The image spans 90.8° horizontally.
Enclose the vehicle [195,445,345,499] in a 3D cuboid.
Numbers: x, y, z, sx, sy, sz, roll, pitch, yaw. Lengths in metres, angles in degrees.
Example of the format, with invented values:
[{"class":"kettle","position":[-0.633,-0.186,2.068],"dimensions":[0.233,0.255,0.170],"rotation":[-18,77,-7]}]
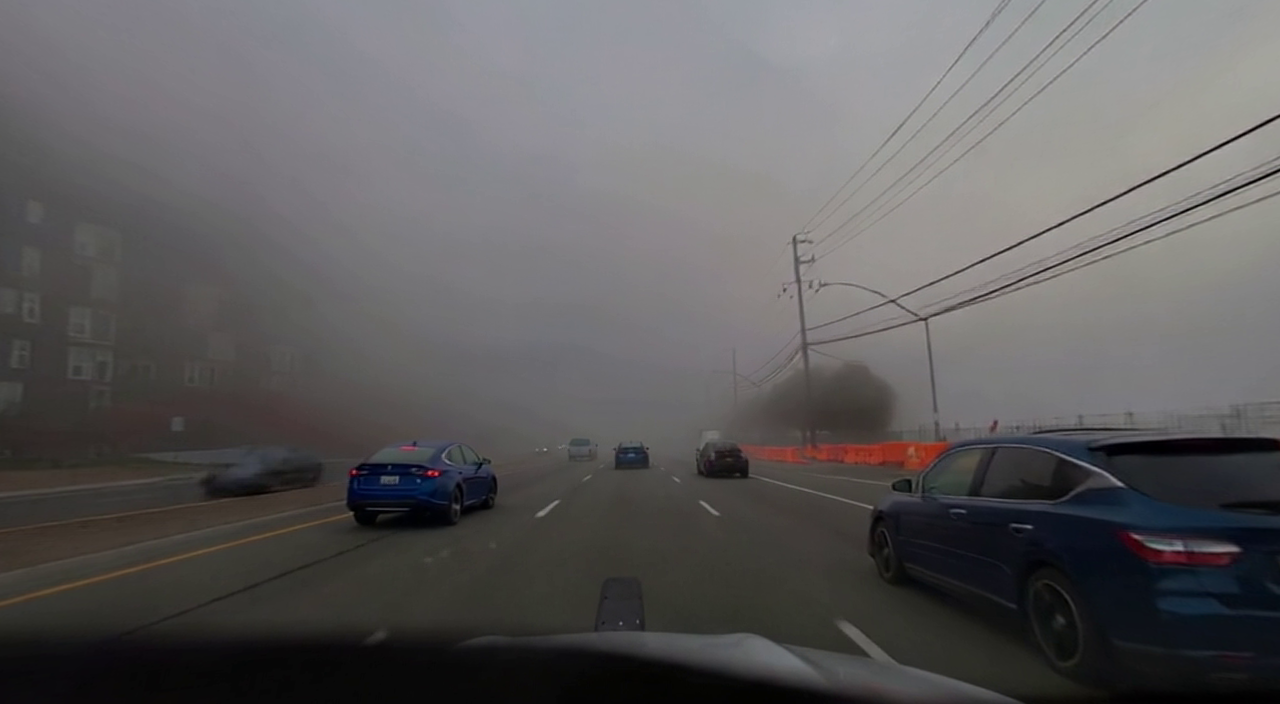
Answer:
[{"class":"vehicle","position":[-11.424,3.691,19.973],"dimensions":[1.892,1.472,4.695],"rotation":[0,-8,0]}]

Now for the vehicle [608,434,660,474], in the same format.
[{"class":"vehicle","position":[-0.291,4.813,30.042],"dimensions":[2.291,1.714,4.217],"rotation":[0,-8,0]}]

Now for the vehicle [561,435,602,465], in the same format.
[{"class":"vehicle","position":[-3.777,6.435,41.533],"dimensions":[2.190,1.832,4.417],"rotation":[0,-8,0]}]

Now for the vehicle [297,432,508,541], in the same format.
[{"class":"vehicle","position":[-3.721,2.162,10.860],"dimensions":[1.968,1.473,4.209],"rotation":[0,-8,0]}]

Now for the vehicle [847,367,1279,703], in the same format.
[{"class":"vehicle","position":[3.149,1.139,4.481],"dimensions":[1.975,1.598,4.025],"rotation":[0,-8,0]}]

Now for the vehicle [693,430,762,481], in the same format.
[{"class":"vehicle","position":[3.311,4.035,24.822],"dimensions":[2.029,1.797,4.218],"rotation":[0,-8,-1]}]

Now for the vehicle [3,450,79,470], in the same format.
[{"class":"vehicle","position":[-37.145,6.694,39.195],"dimensions":[3.745,1.024,2.044],"rotation":[-5,-8,23]}]
